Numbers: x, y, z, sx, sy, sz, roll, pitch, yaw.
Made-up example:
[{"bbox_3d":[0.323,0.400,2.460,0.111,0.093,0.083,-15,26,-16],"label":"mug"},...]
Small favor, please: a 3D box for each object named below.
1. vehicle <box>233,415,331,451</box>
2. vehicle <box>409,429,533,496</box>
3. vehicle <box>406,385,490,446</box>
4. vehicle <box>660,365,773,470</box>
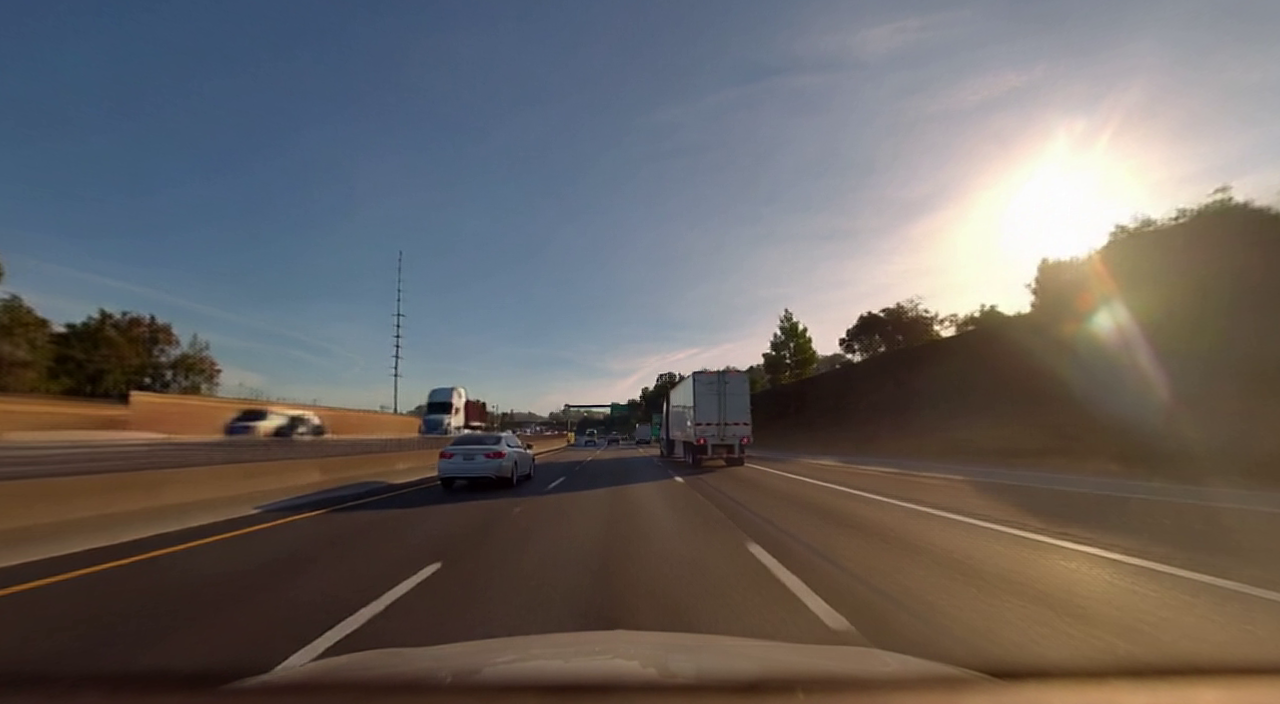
[{"bbox_3d":[-16.170,3.718,28.774,1.921,1.482,4.487,0,-8,-1],"label":"vehicle"},{"bbox_3d":[-4.065,2.715,16.001,1.971,1.444,4.401,0,-8,-1],"label":"vehicle"},{"bbox_3d":[-12.894,4.543,43.468,2.938,3.692,9.880,0,-8,-2],"label":"vehicle"},{"bbox_3d":[3.197,3.466,31.628,3.241,4.042,14.292,0,-8,-3],"label":"vehicle"}]
